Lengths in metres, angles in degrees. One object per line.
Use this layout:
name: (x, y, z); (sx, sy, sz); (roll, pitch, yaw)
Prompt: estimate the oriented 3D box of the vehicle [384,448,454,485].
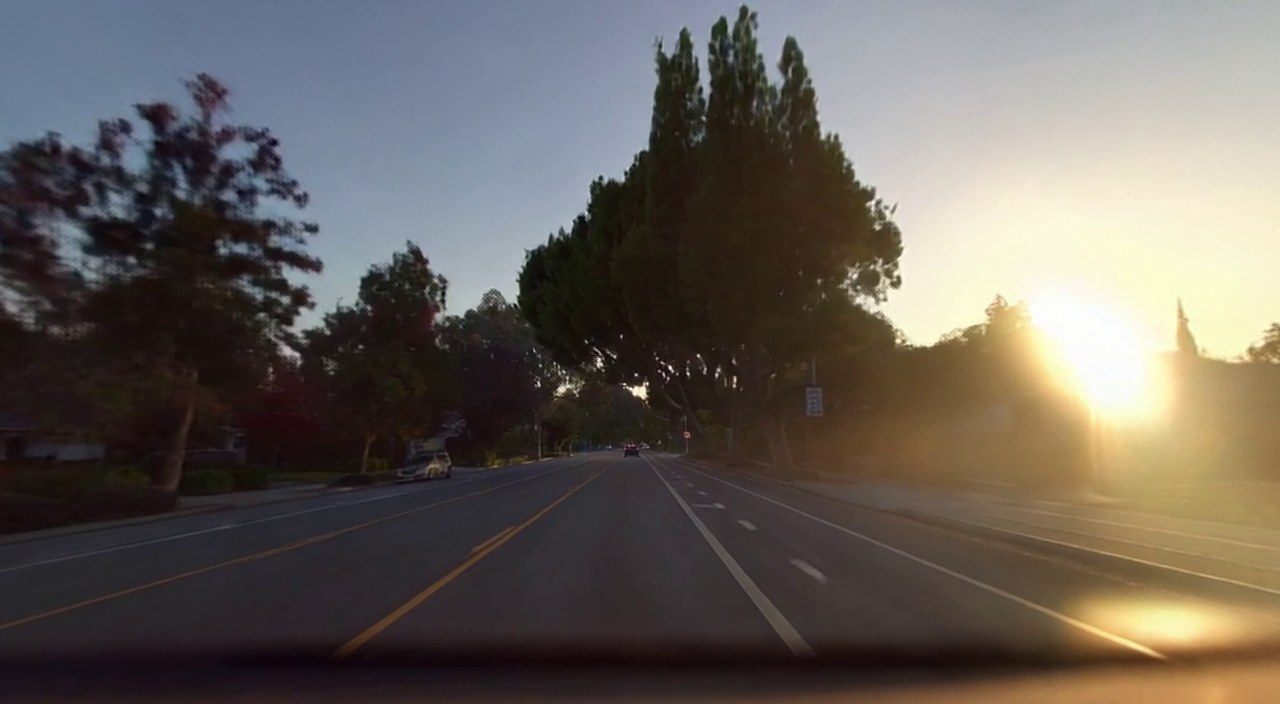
vehicle: (-11.754, 6.110, 33.986); (2.047, 1.710, 4.473); (-3, -9, 2)
